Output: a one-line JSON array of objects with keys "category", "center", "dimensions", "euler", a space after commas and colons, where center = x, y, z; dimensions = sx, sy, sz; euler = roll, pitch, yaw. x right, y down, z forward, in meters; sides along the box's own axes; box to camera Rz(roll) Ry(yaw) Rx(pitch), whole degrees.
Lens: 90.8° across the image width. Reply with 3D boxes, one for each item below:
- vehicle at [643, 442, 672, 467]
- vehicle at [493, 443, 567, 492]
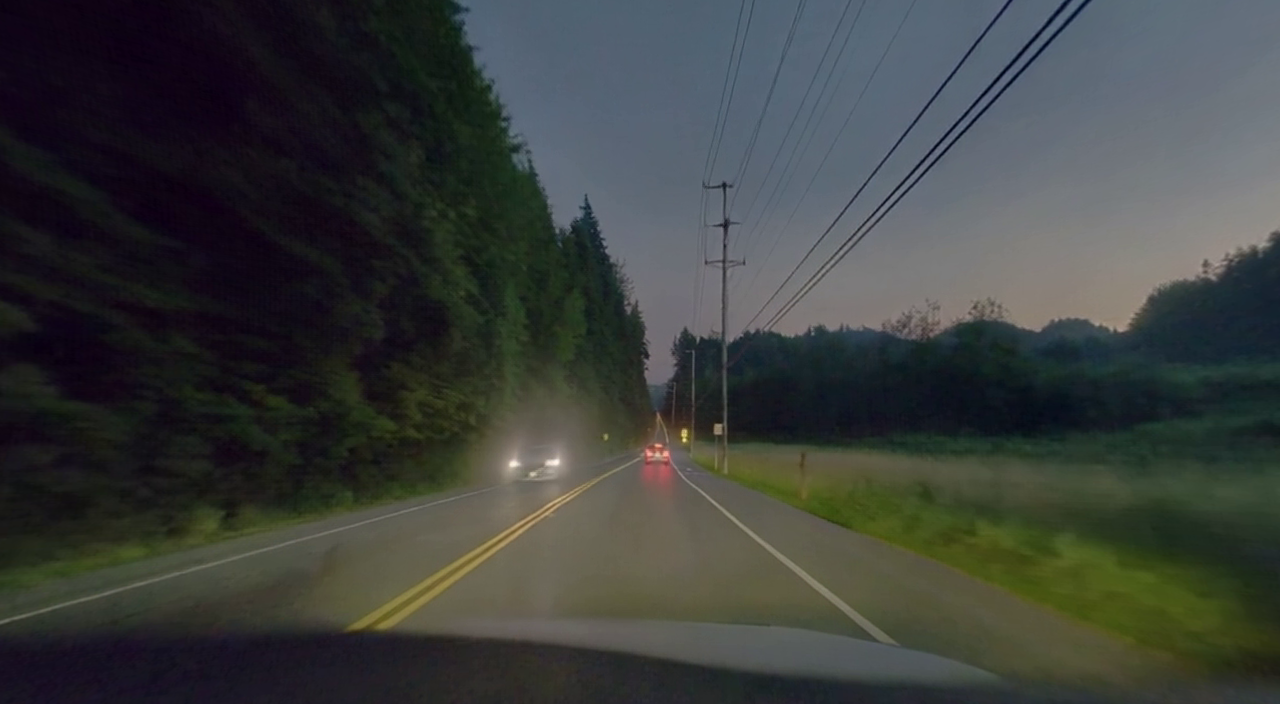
[{"category": "vehicle", "center": [1.276, 7.690, 47.640], "dimensions": [2.083, 1.767, 4.448], "euler": [0, -9, 1]}, {"category": "vehicle", "center": [-3.775, 4.020, 22.311], "dimensions": [1.894, 1.537, 3.642], "euler": [0, -9, 0]}]
